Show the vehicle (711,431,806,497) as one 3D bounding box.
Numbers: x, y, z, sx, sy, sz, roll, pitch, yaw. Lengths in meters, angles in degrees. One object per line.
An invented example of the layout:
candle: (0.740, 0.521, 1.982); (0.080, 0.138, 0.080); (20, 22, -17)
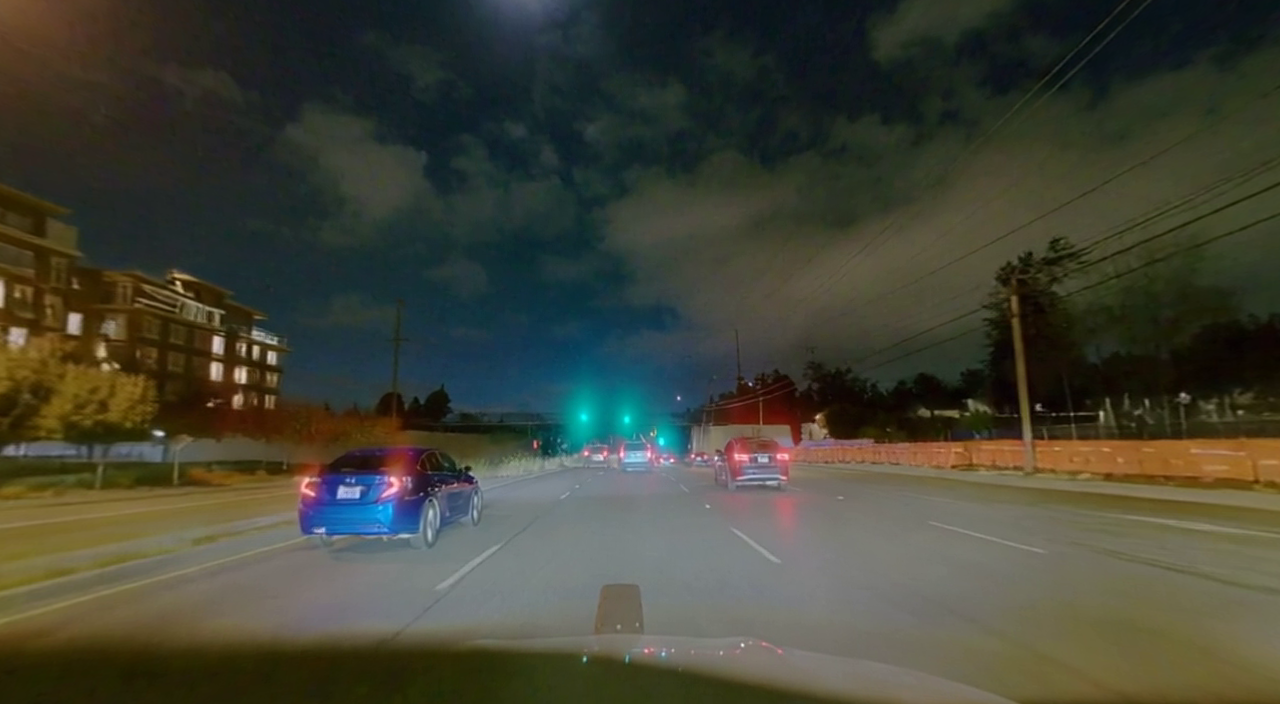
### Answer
vehicle: (3.516, 3.395, 19.614); (2.029, 1.797, 4.218); (0, -8, -2)

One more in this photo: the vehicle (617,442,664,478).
vehicle: (-0.005, 5.522, 32.677); (2.291, 1.714, 4.217); (0, -8, -1)

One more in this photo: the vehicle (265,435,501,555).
vehicle: (-3.668, 2.095, 10.014); (1.968, 1.473, 4.209); (0, -8, 0)

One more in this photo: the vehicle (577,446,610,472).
vehicle: (-3.475, 8.086, 47.890); (2.190, 1.832, 4.417); (0, -8, 0)
